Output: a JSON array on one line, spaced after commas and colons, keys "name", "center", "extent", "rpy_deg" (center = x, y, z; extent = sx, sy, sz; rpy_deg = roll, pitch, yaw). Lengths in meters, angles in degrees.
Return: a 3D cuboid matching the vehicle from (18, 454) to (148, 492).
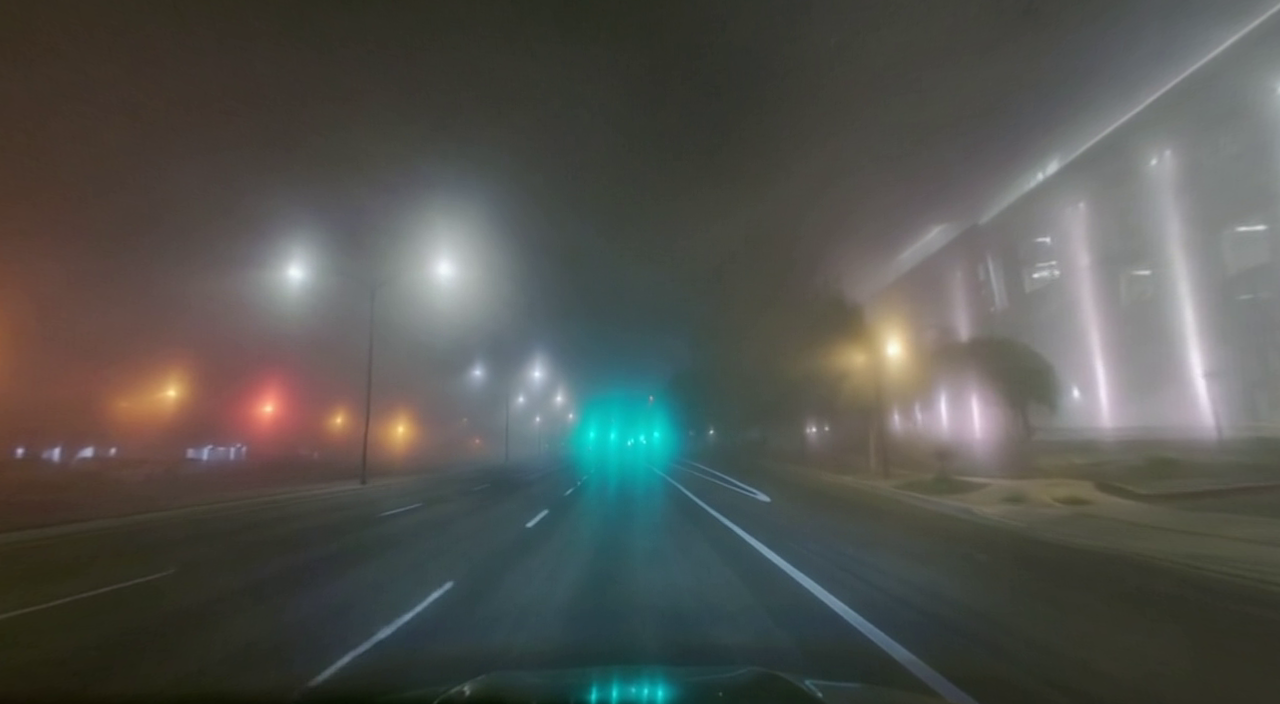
[{"name": "vehicle", "center": [-33.439, 7.225, 38.293], "extent": [2.483, 2.000, 6.110], "rpy_deg": [0, -8, -2]}]
